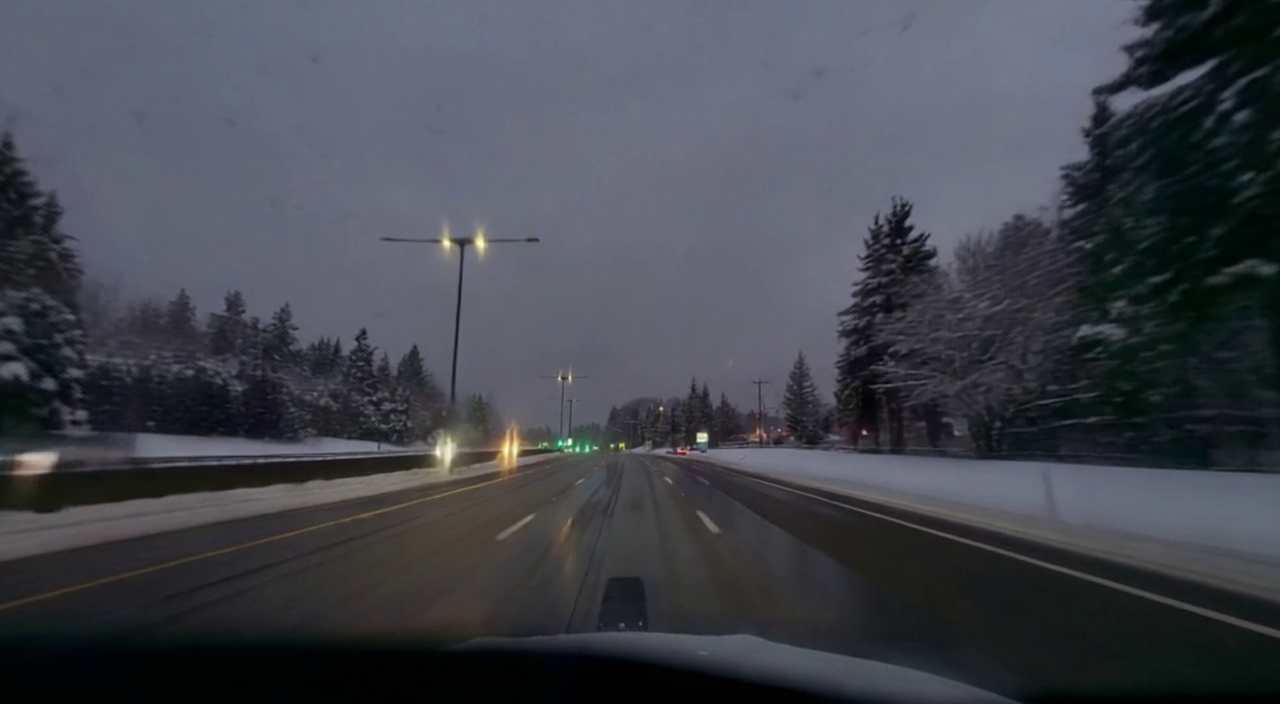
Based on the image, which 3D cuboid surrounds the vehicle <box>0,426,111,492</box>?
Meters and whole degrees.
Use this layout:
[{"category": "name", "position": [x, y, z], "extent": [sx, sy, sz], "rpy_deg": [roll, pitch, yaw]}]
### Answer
[{"category": "vehicle", "position": [-16.396, 2.715, 16.251], "extent": [2.215, 1.569, 3.866], "rpy_deg": [1, -8, -2]}]
